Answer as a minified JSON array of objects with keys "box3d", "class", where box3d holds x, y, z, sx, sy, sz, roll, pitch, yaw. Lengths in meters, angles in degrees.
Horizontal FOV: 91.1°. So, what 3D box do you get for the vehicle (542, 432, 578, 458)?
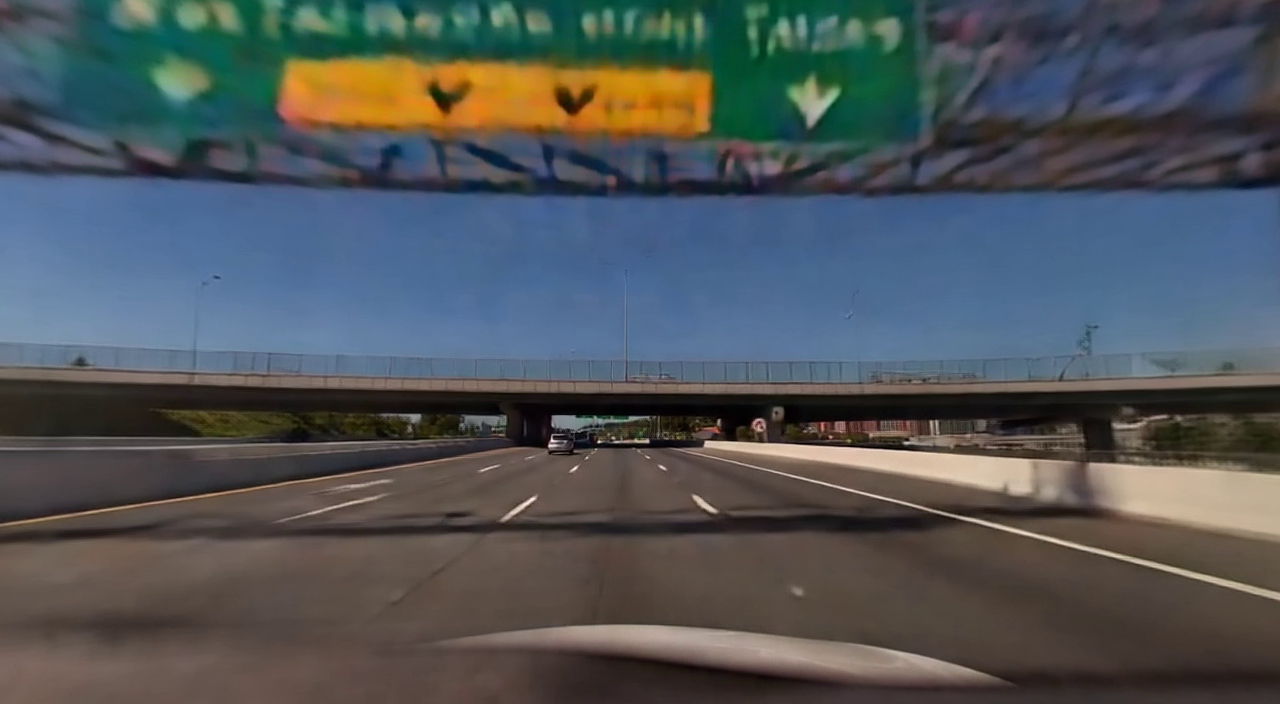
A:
[{"box3d":[-5.061,5.912,40.255,1.878,1.548,3.966,0,-8,-1],"class":"vehicle"}]
